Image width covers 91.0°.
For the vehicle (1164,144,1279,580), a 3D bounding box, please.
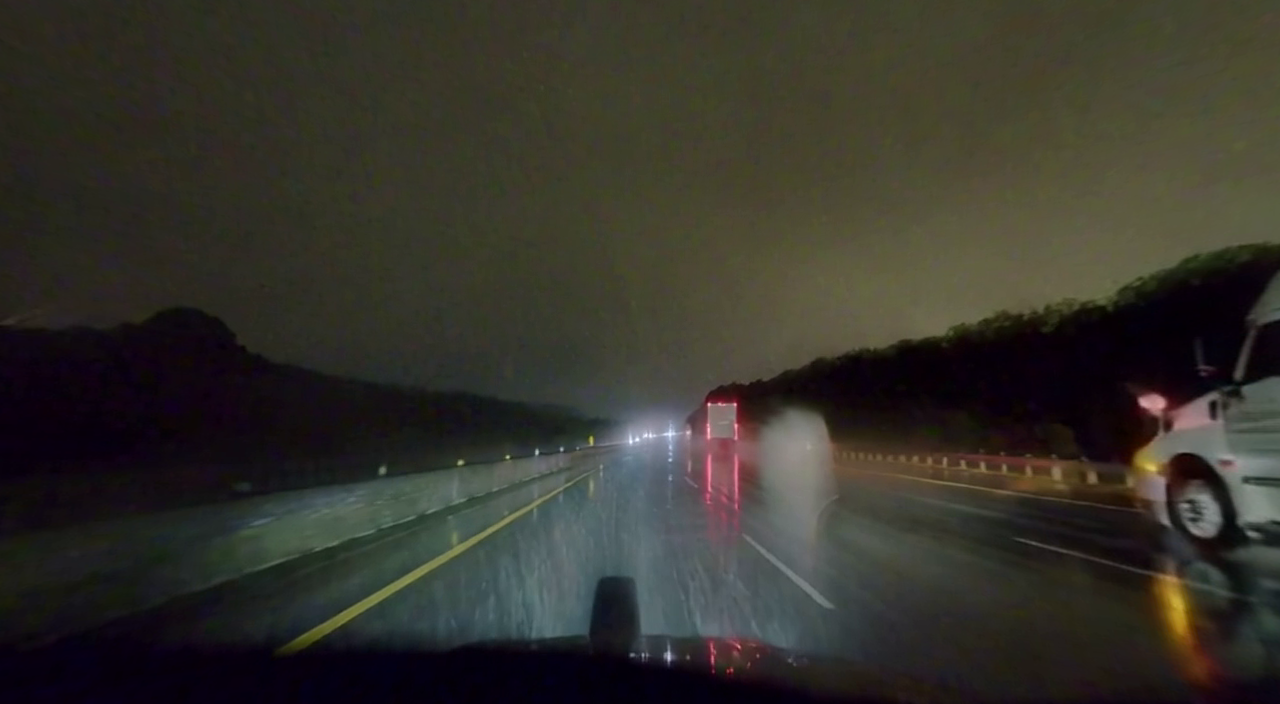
[{"bbox_3d":[7.430,-0.187,3.946,2.917,4.022,5.895,0,-8,0],"label":"vehicle"}]
